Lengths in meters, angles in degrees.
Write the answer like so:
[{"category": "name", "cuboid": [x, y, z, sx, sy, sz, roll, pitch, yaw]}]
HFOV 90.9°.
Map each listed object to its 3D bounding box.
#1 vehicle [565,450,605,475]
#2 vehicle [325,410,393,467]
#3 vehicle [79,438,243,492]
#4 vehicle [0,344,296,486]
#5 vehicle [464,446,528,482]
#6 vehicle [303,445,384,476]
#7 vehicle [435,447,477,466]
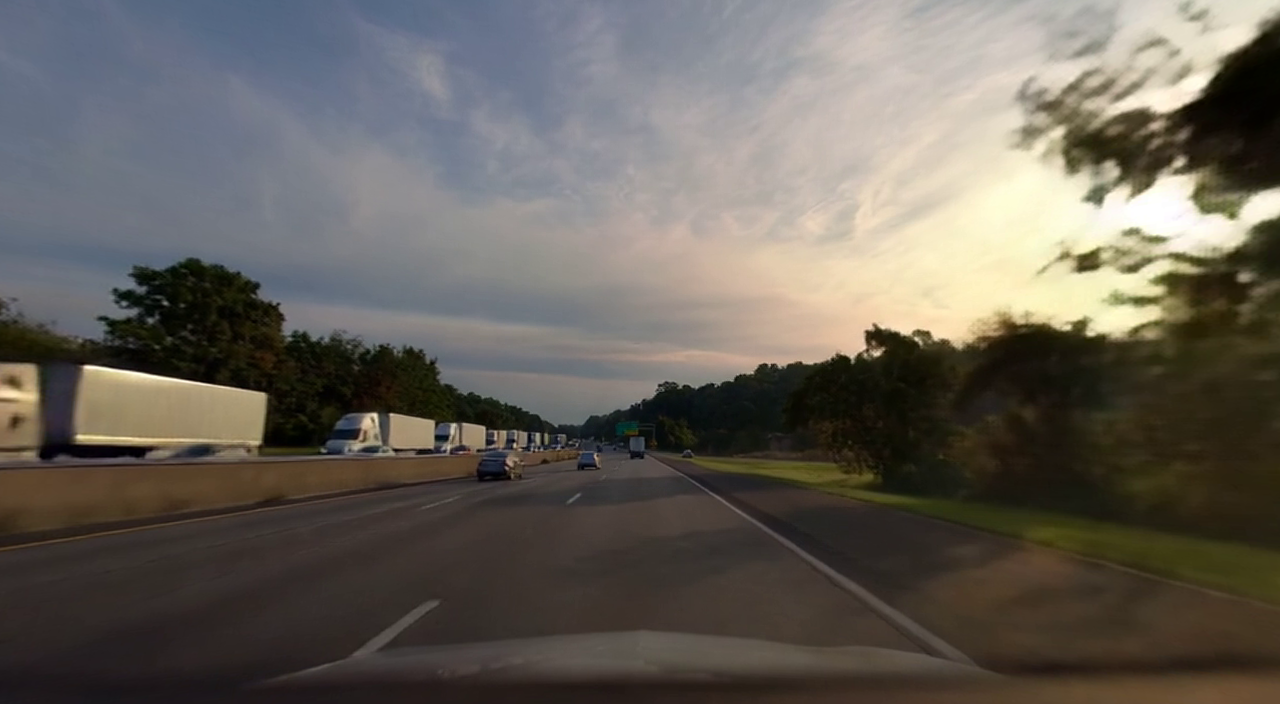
[{"category": "vehicle", "cuboid": [-3.394, 6.978, 39.891, 2.076, 1.453, 4.094, 0, -9, 1]}, {"category": "vehicle", "cuboid": [-18.983, 5.895, 42.794, 2.954, 3.700, 3.302, 0, -9, 0]}, {"category": "vehicle", "cuboid": [-14.381, 3.407, 19.266, 1.865, 1.456, 4.034, 0, -9, -1]}, {"category": "vehicle", "cuboid": [-18.840, 2.858, 24.239, 2.825, 3.842, 14.345, 3, -10, 1]}, {"category": "vehicle", "cuboid": [-7.315, 5.736, 32.523, 2.122, 1.685, 4.714, 0, -9, 1]}, {"category": "vehicle", "cuboid": [-14.616, 5.351, 31.335, 1.888, 1.426, 4.428, 0, -9, 0]}, {"category": "vehicle", "cuboid": [-14.160, 8.058, 48.781, 1.956, 1.433, 4.339, 0, -9, 0]}]
